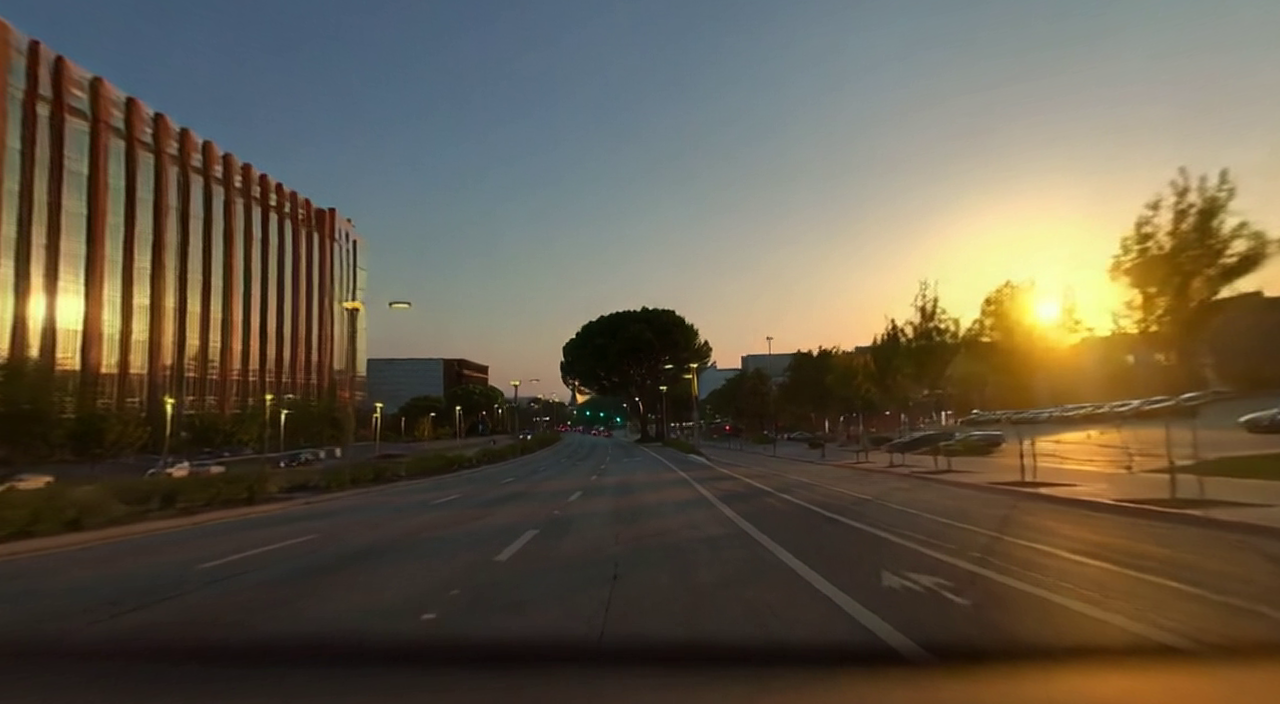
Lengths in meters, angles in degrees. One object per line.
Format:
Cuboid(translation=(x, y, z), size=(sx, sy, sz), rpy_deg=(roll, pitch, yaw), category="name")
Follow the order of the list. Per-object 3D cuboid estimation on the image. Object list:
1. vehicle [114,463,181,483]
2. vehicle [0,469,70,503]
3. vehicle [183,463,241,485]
Cuboid(translation=(-38.584, 9.474, 49.564), size=(3.676, 1.439, 2.028), rpy_deg=(4, -9, -24), category="vehicle")
Cuboid(translation=(-32.940, 6.981, 33.066), size=(2.020, 1.552, 4.568), rpy_deg=(0, -8, -2), category="vehicle")
Cuboid(translation=(-33.053, 9.439, 48.941), size=(1.743, 1.435, 4.183), rpy_deg=(-3, -9, -2), category="vehicle")
